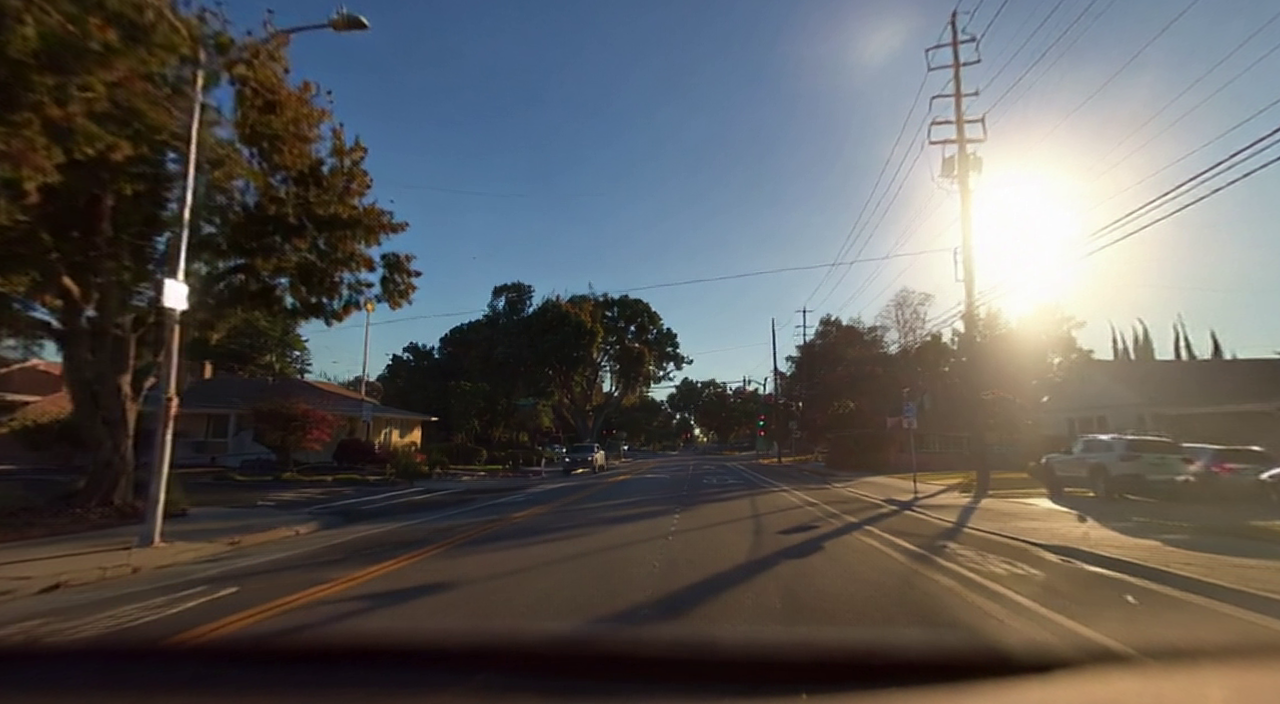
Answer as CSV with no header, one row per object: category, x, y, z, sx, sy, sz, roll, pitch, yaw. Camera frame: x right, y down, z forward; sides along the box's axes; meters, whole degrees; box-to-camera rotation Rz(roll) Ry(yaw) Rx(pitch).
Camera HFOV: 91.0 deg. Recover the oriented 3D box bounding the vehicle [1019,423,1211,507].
vehicle,12.713,3.049,17.350,1.912,1.953,4.651,0,-9,5
